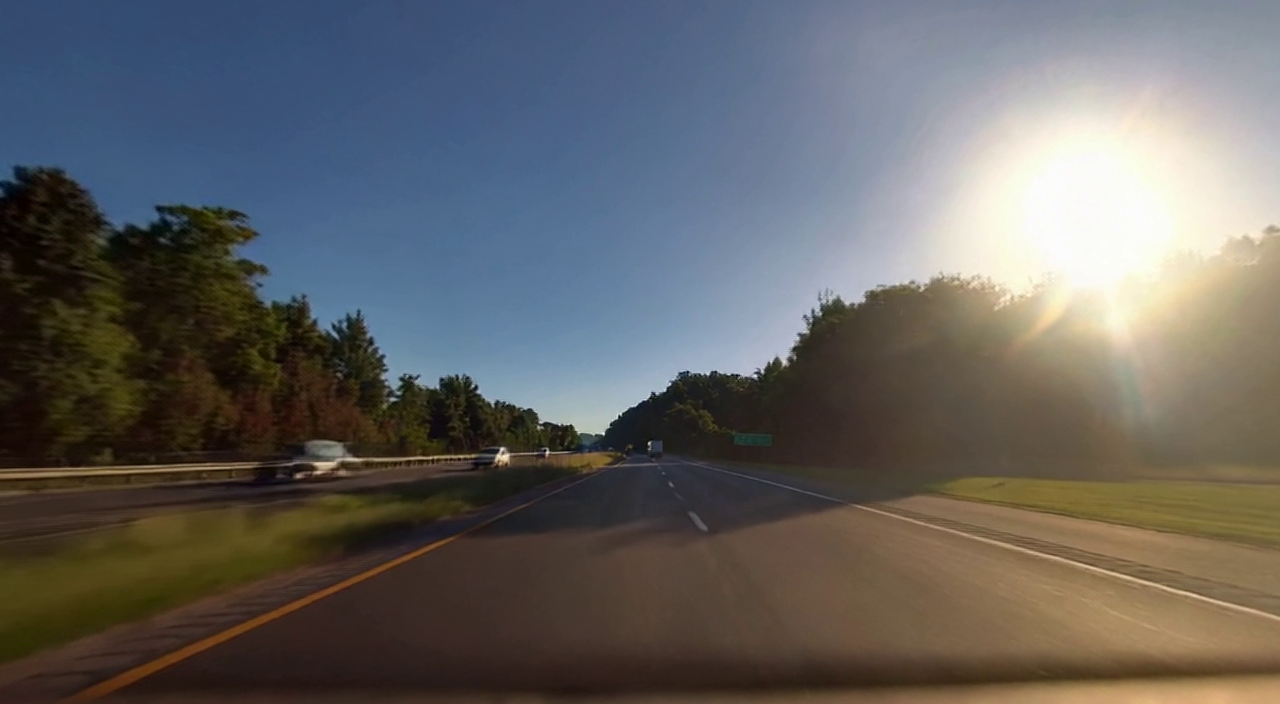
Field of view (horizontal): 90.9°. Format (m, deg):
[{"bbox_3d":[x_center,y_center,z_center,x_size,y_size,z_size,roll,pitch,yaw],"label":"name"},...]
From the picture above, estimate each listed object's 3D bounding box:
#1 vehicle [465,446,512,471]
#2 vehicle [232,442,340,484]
[{"bbox_3d":[-9.605,6.777,40.284,1.898,1.473,4.010,0,-9,1],"label":"vehicle"},{"bbox_3d":[-13.386,4.209,24.112,1.873,1.466,3.722,0,-9,1],"label":"vehicle"}]
